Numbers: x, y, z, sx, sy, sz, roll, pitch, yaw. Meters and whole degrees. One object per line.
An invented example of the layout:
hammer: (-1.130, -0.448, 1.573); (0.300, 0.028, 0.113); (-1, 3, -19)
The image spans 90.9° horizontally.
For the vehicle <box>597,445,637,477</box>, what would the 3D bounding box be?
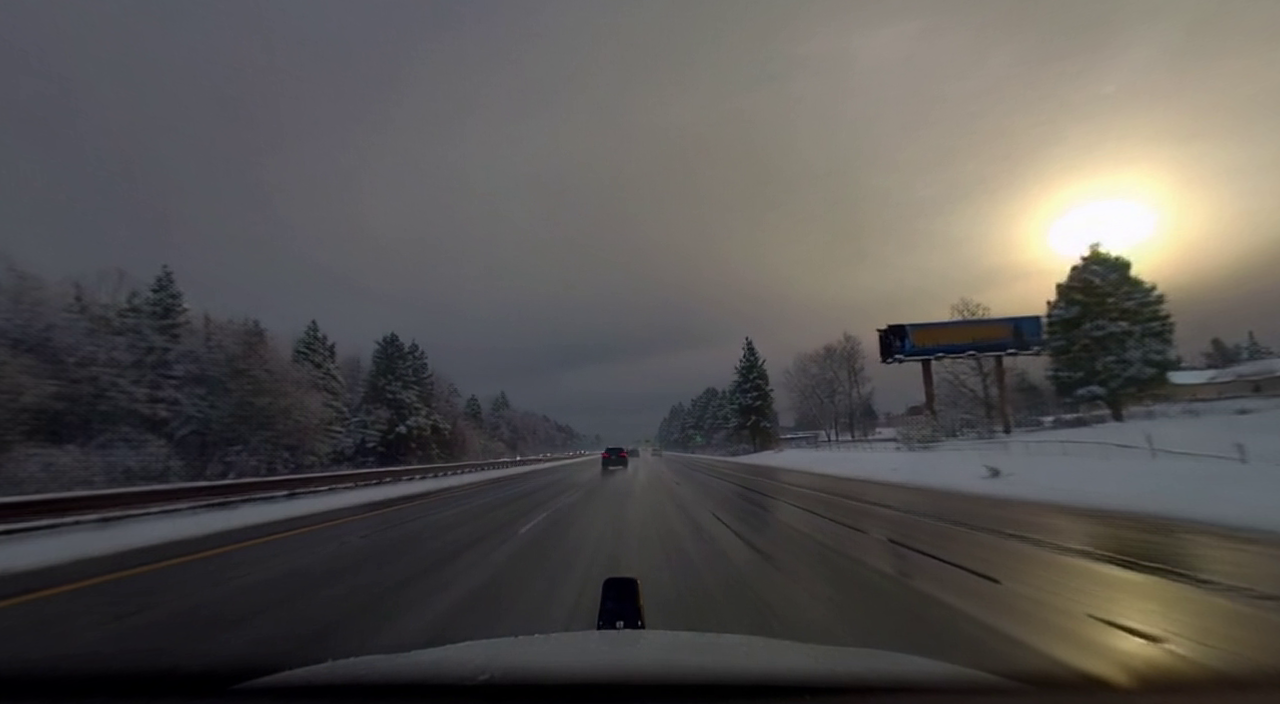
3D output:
vehicle: (-1.136, 5.643, 32.770); (1.916, 1.494, 4.335); (0, -9, 0)
